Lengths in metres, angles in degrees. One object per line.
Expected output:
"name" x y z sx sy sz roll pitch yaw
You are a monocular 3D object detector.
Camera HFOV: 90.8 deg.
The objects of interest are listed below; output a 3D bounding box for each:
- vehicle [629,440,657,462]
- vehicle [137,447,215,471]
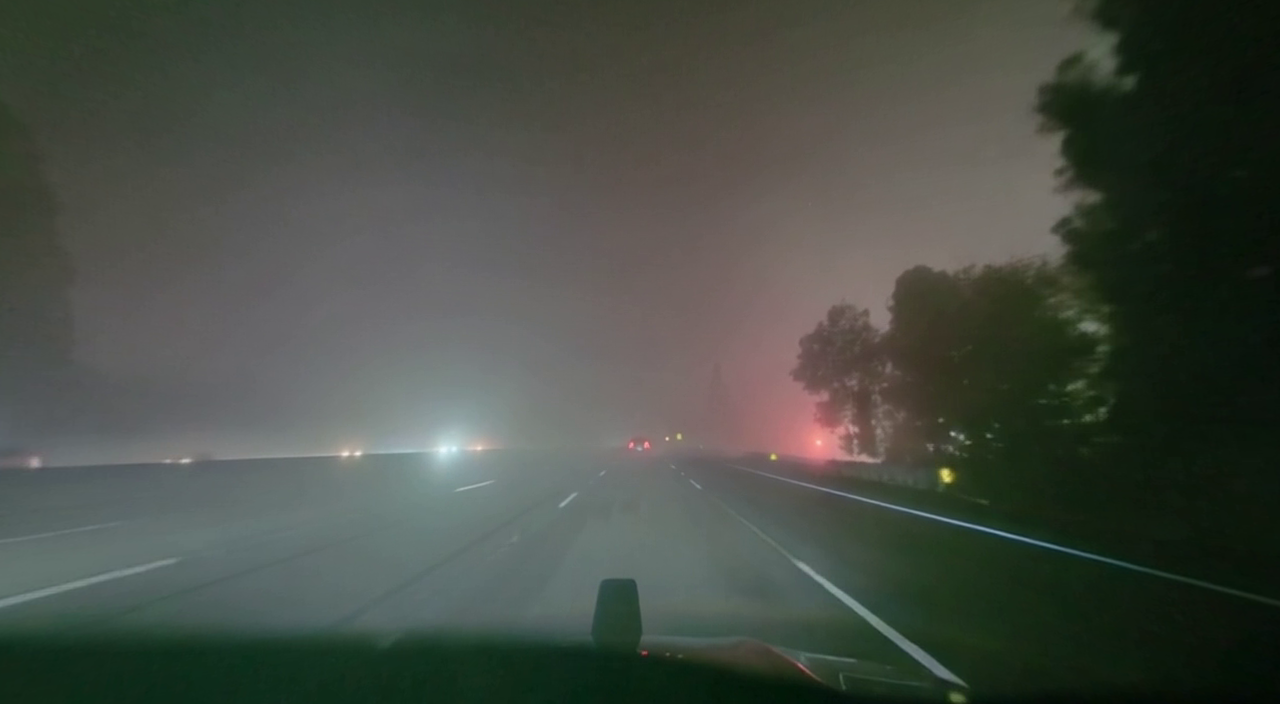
"vehicle" 0.225 7.472 47.710 2.021 1.528 4.154 0 -8 0
"vehicle" -35.615 8.181 48.659 2.008 1.738 5.184 0 -8 0
